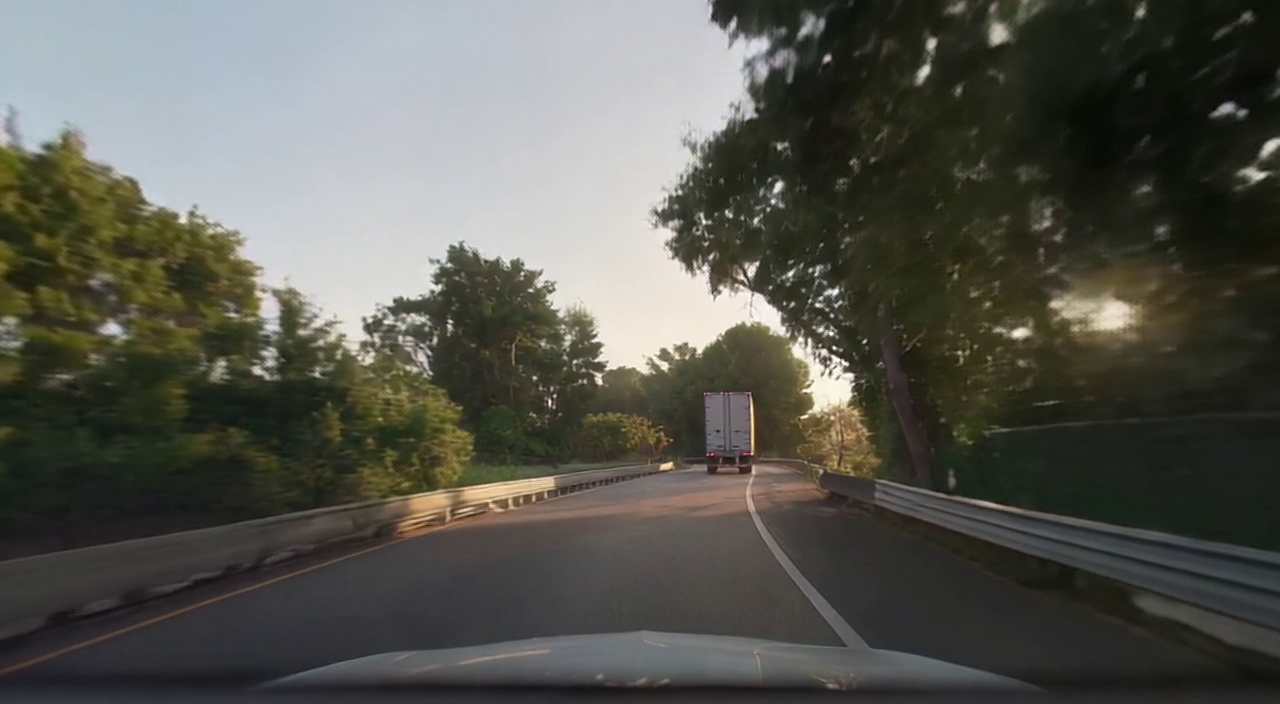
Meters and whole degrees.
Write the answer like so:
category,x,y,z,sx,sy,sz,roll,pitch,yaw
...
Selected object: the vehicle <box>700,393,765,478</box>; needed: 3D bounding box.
category,x,y,z,sx,sy,sz,roll,pitch,yaw
vehicle,5.903,5.163,38.090,3.087,4.178,13.682,-2,-9,11
